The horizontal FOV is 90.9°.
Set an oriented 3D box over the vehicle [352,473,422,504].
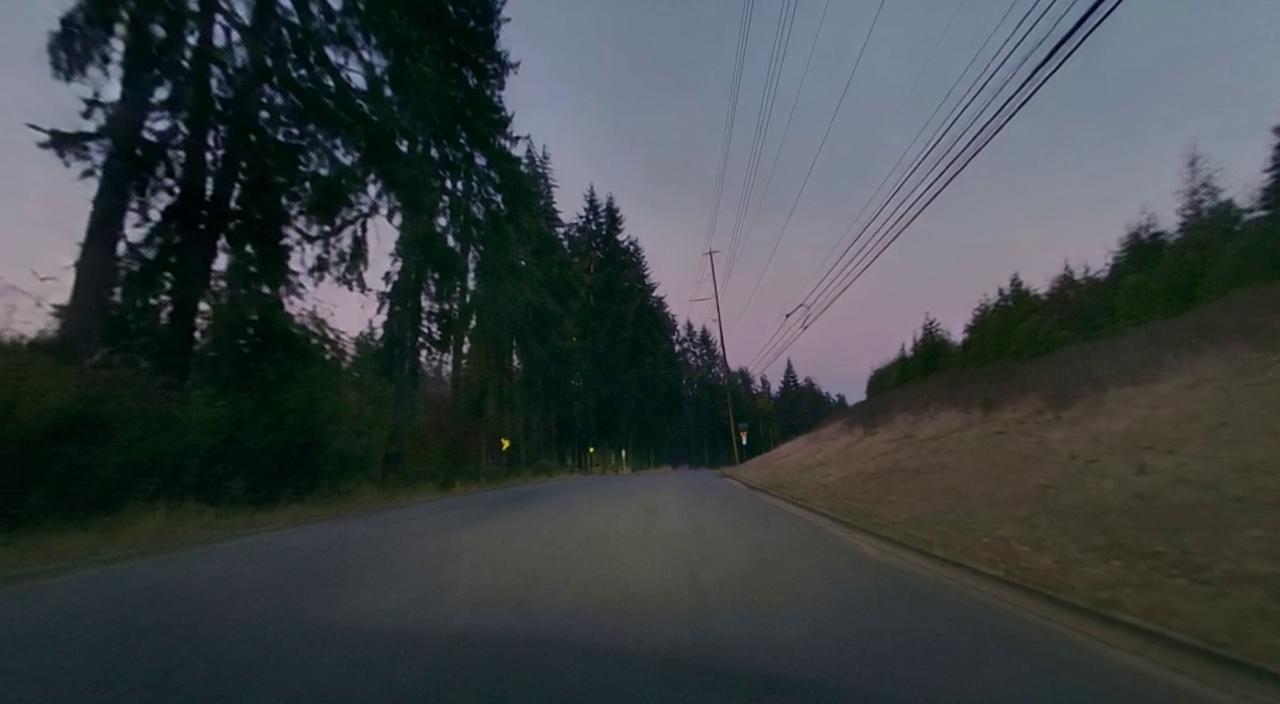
[{"bbox_3d":[-15.883,8.494,39.508,4.043,1.673,1.970,-5,-10,31],"label":"vehicle"}]
